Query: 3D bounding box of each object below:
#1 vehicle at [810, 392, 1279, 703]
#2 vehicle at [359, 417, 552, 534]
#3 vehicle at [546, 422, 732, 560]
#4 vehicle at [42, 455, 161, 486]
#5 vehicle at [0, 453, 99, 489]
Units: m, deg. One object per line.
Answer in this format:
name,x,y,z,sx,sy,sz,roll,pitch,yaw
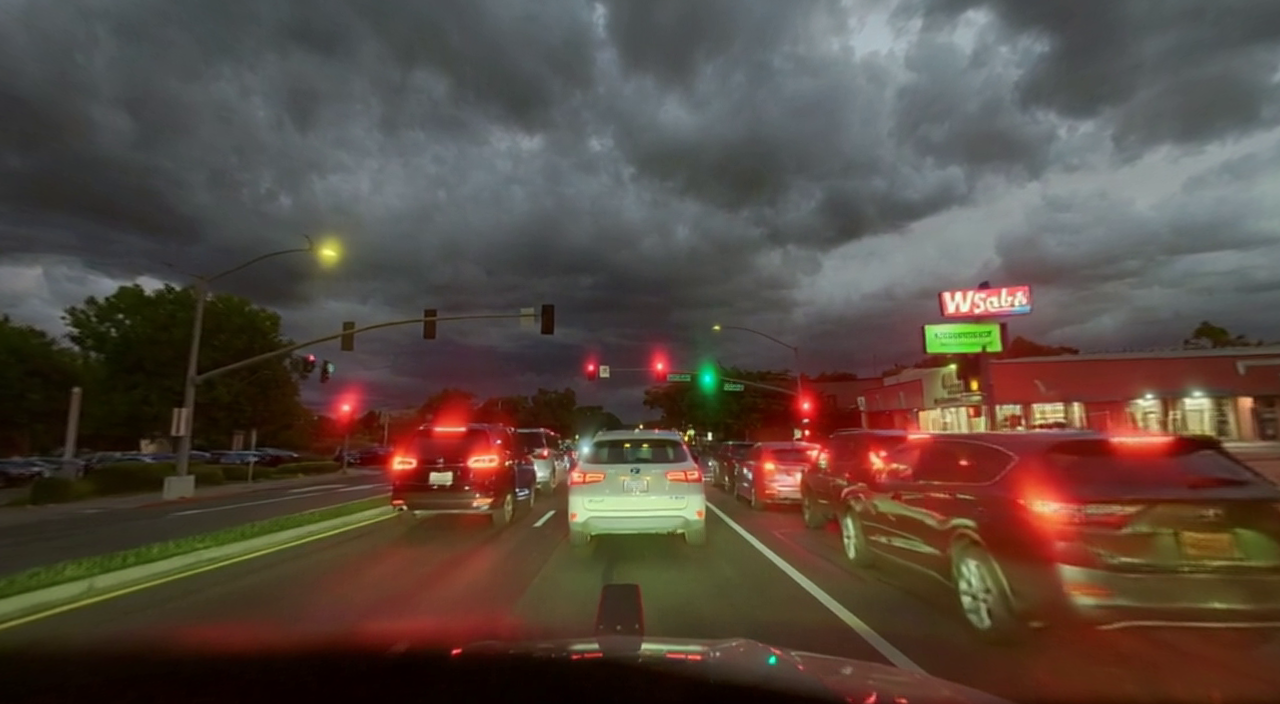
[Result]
vehicle,2.944,1.261,5.086,1.922,1.508,4.330,0,-9,0
vehicle,-3.045,2.166,11.634,2.180,1.708,4.397,0,-9,1
vehicle,-0.018,1.840,9.005,2.071,1.525,3.723,0,-9,0
vehicle,-27.246,5.972,32.152,4.107,1.427,1.883,3,-9,-23
vehicle,-28.035,5.430,28.910,4.469,1.498,1.908,4,-9,-25
